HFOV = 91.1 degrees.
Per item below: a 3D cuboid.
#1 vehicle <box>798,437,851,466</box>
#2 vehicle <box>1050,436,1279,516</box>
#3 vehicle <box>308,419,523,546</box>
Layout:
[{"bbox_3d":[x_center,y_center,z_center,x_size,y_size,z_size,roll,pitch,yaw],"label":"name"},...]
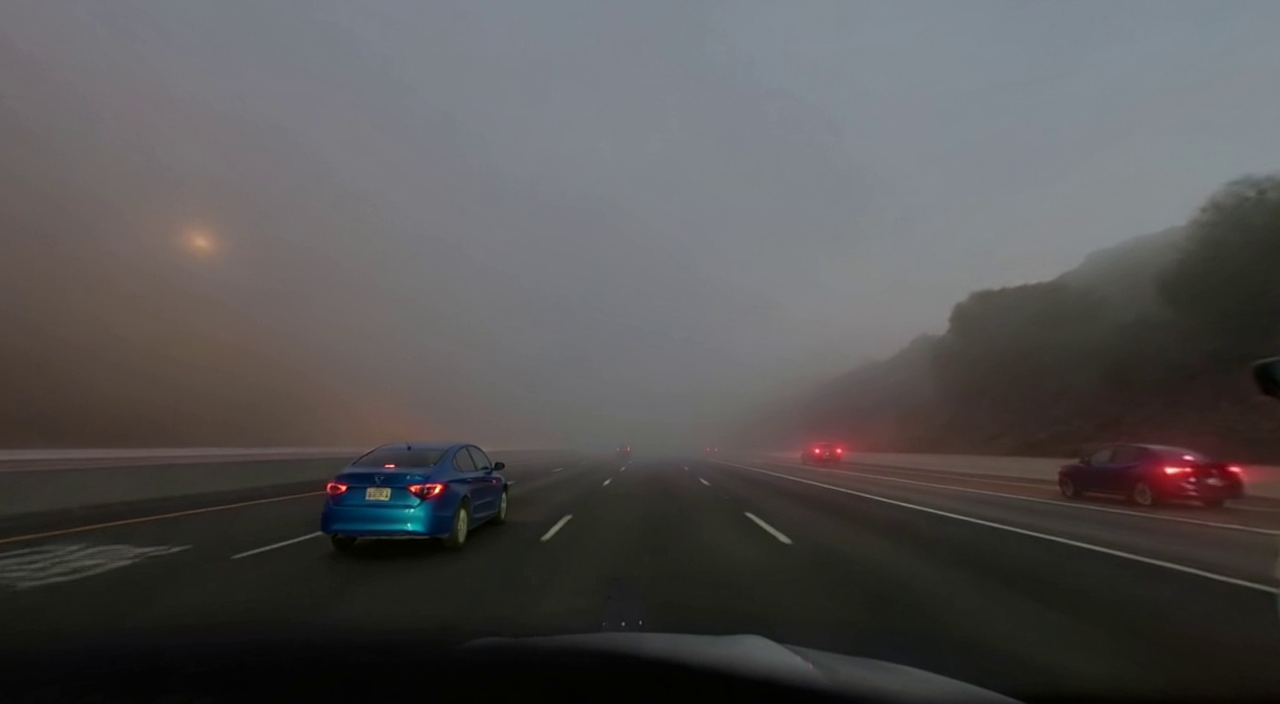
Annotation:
[{"bbox_3d":[11.963,6.486,40.984,2.062,1.736,4.589,0,-8,0],"label":"vehicle"},{"bbox_3d":[11.568,2.607,13.791,1.982,1.443,4.635,0,-8,0],"label":"vehicle"},{"bbox_3d":[-3.270,1.977,10.116,1.967,1.615,3.886,0,-8,1],"label":"vehicle"}]
